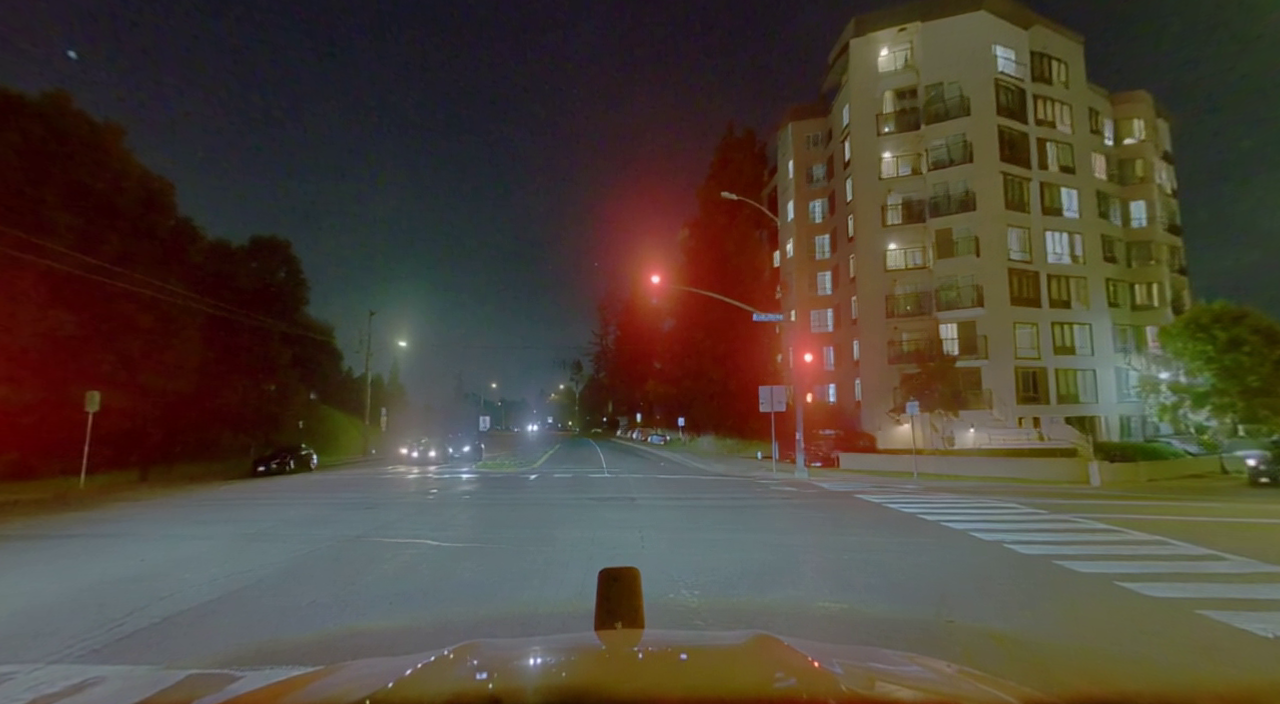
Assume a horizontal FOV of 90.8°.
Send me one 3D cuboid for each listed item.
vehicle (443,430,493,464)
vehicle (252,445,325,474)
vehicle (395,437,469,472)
[{"bbox_3d":[-9.782,5.456,36.174,1.910,1.818,4.057,0,-9,-3],"label":"vehicle"},{"bbox_3d":[-21.062,6.468,38.107,1.981,1.628,4.336,0,-9,-1],"label":"vehicle"},{"bbox_3d":[-9.673,4.797,29.785,2.116,1.521,4.294,0,-9,-2],"label":"vehicle"}]
